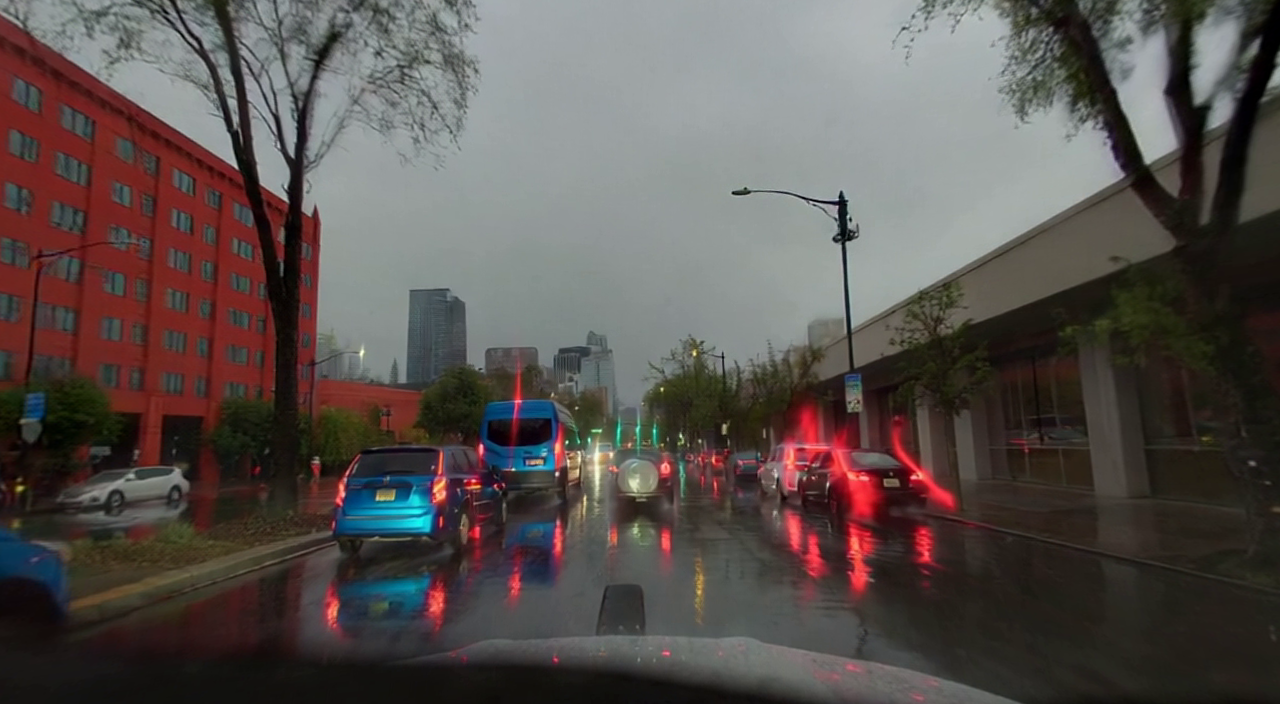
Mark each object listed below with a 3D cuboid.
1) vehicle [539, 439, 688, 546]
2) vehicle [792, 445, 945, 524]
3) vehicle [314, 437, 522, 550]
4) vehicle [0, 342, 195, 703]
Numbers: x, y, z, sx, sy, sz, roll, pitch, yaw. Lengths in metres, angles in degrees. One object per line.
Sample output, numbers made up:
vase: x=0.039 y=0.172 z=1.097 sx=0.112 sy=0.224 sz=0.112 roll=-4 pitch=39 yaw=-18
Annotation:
vehicle: x=-0.387 y=2.348 z=11.227 sx=2.152 sy=1.518 sz=4.113 roll=0 pitch=-9 yaw=0
vehicle: x=4.896 y=2.859 z=14.184 sx=1.832 sy=1.491 sz=4.054 roll=1 pitch=-9 yaw=-1
vehicle: x=-3.533 y=2.329 z=11.104 sx=1.995 sy=1.554 sz=4.426 roll=0 pitch=-9 yaw=1
vehicle: x=-3.702 y=0.643 z=1.247 sx=2.140 sy=1.768 sz=4.685 roll=0 pitch=-9 yaw=1
